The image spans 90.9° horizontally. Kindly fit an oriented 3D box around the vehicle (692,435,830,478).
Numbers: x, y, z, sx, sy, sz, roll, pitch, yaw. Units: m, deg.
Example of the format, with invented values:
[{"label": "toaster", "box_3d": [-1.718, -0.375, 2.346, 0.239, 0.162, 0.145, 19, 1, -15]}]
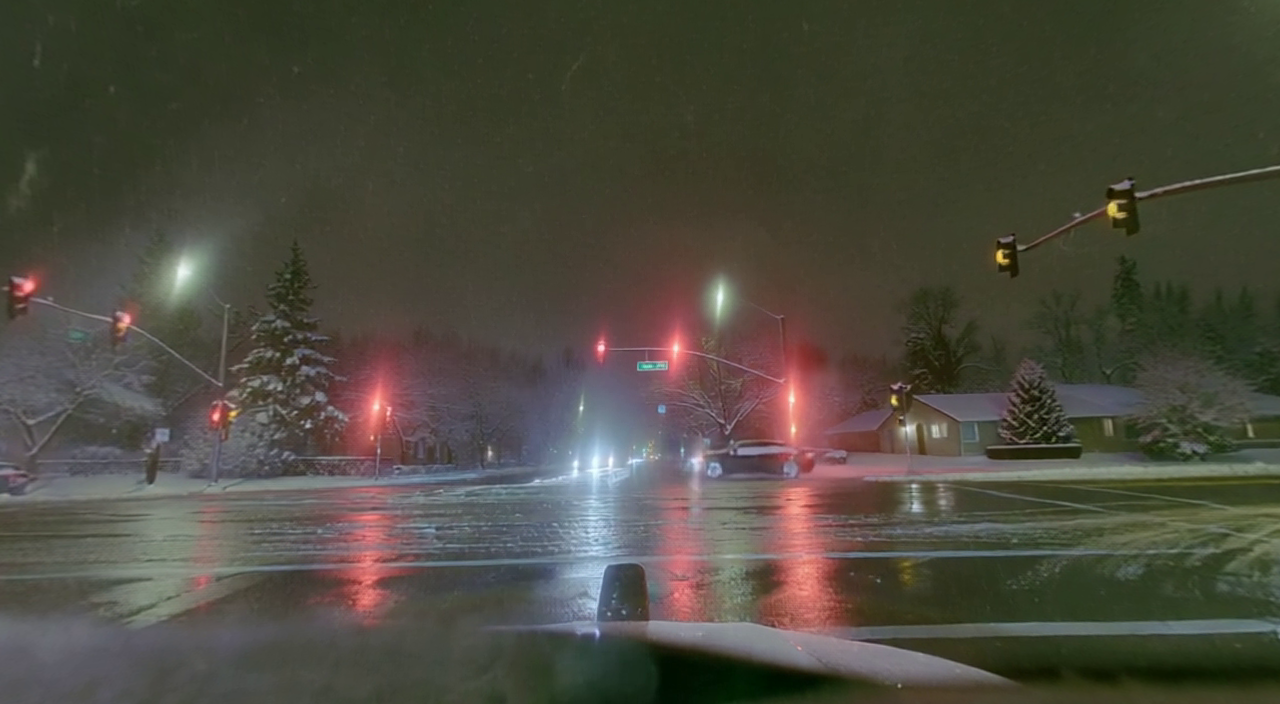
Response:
[{"label": "vehicle", "box_3d": [4.253, 3.741, 22.724, 4.562, 1.460, 1.822, 0, -8, -1]}]
